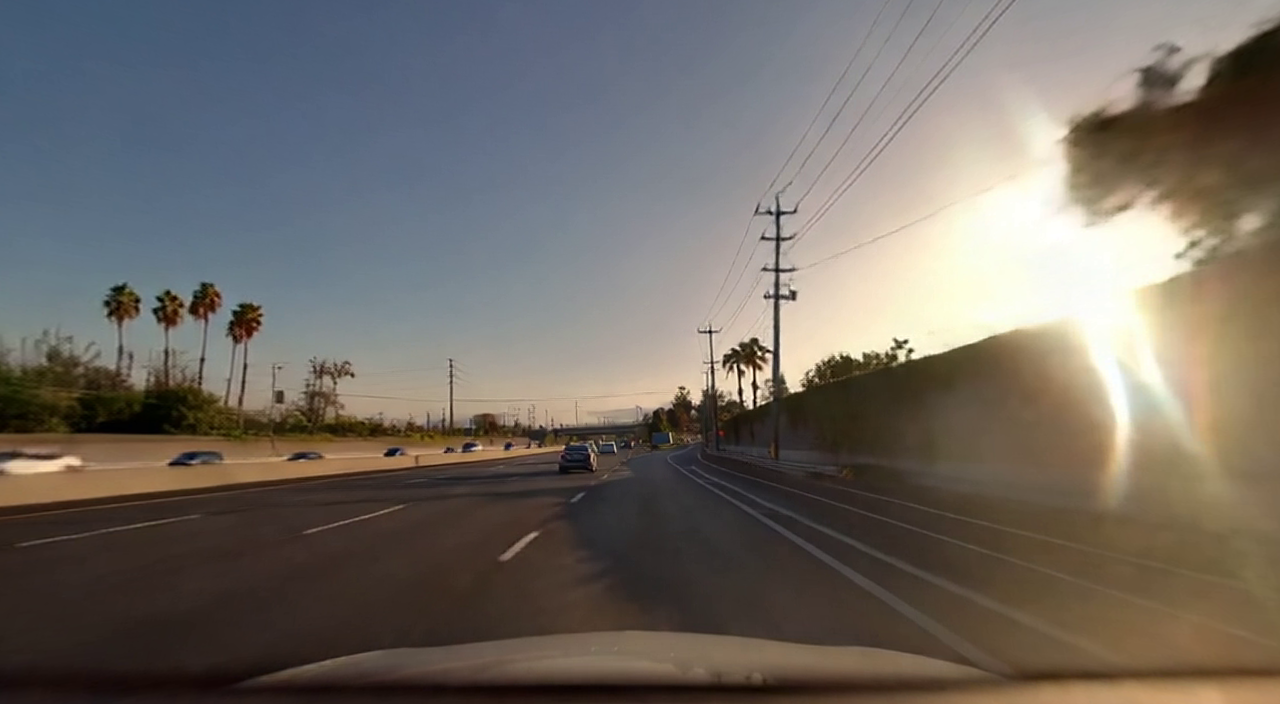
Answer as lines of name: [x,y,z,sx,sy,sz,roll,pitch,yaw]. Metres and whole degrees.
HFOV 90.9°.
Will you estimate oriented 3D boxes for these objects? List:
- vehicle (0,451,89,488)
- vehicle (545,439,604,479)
vehicle: [-27.456,5.154,28.008,1.857,1.489,4.473,0,-9,0]
vehicle: [-2.786,4.661,27.687,2.029,1.609,3.935,0,-9,1]
